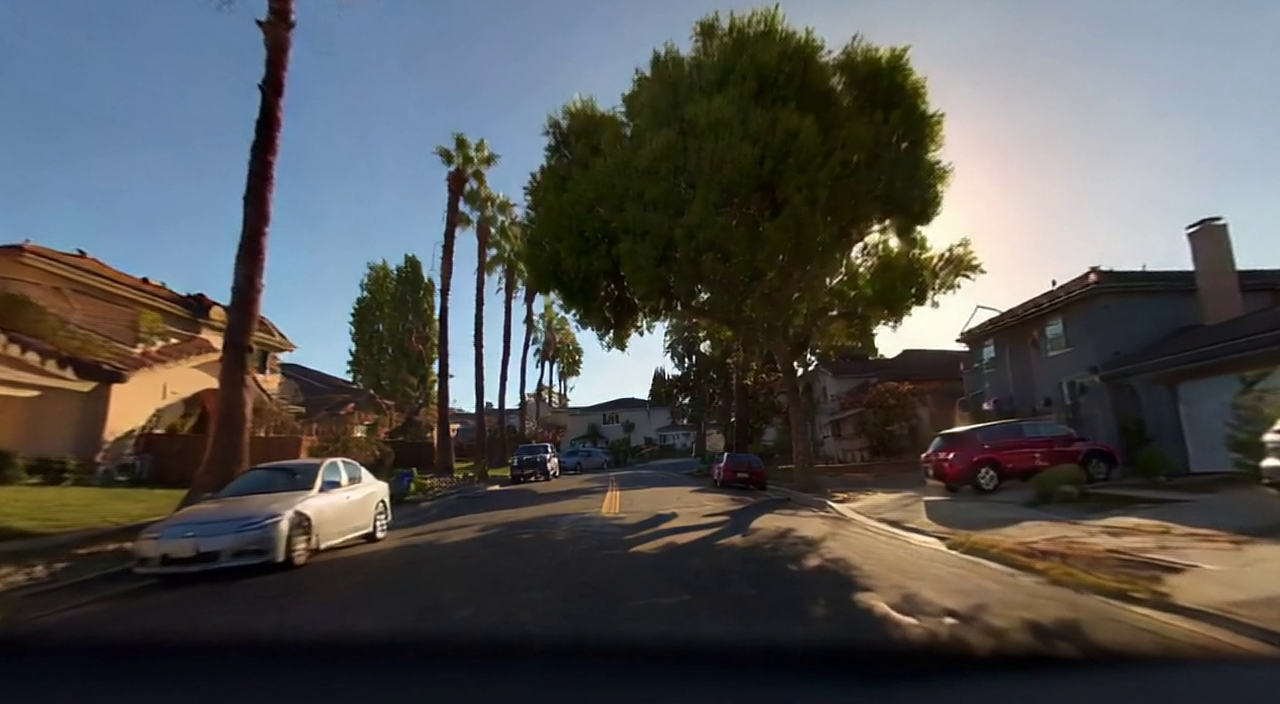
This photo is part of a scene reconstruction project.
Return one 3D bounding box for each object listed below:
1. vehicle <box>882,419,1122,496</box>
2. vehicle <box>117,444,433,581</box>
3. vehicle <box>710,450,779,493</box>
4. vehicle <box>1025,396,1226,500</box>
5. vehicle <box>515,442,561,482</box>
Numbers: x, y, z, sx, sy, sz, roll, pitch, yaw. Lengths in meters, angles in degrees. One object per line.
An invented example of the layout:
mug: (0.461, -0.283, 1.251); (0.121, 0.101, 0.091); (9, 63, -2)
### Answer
vehicle: (9.474, 2.791, 16.911); (5.068, 1.888, 2.062); (-1, -8, 1)
vehicle: (-4.782, 2.168, 9.309); (2.080, 1.479, 4.531); (0, -10, -2)
vehicle: (3.945, 4.556, 24.574); (1.867, 1.480, 4.678); (0, -9, 0)
vehicle: (10.600, 2.110, 13.999); (2.712, 1.898, 1.838); (-5, -8, 0)
vehicle: (-5.404, 5.690, 33.070); (2.106, 1.914, 4.363); (2, -8, -12)
